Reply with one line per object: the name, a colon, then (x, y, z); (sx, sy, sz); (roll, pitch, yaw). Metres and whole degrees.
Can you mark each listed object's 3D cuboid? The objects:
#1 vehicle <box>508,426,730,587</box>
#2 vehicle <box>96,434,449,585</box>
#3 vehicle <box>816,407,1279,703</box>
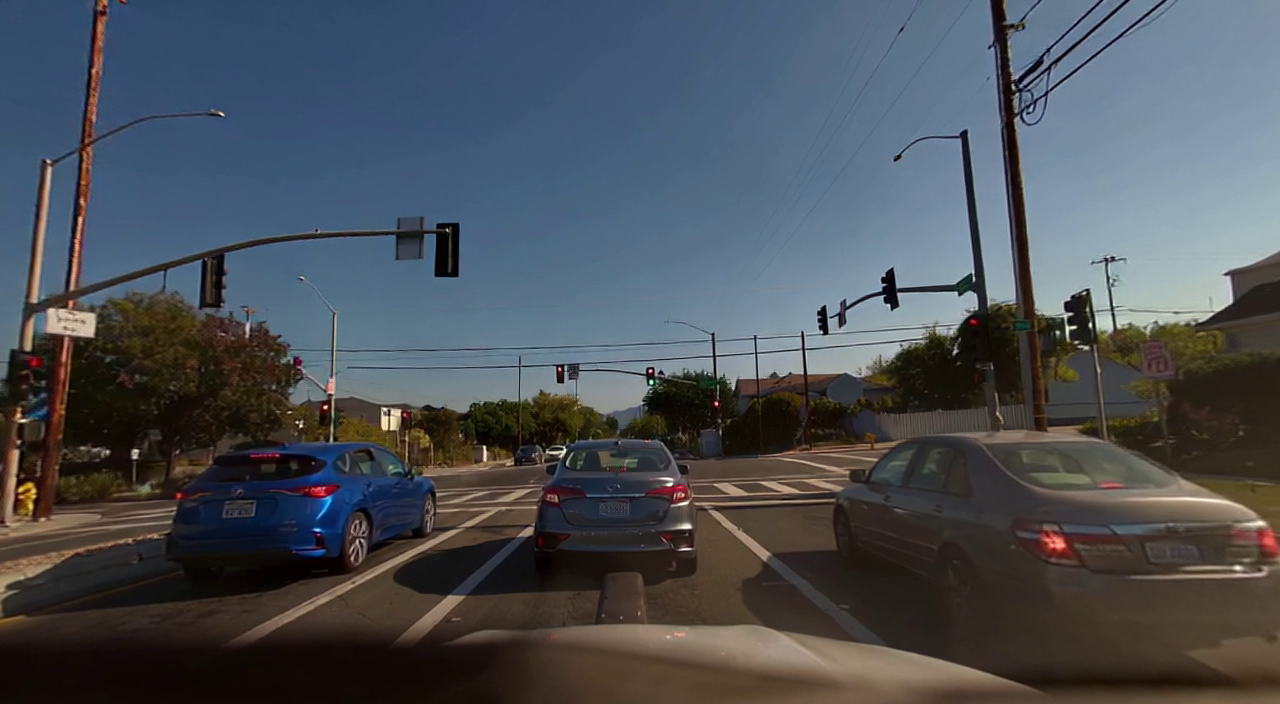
vehicle: (-0.233, 1.757, 8.056); (2.061, 1.485, 4.196); (0, -8, -1)
vehicle: (-4.359, 1.901, 8.556); (2.106, 1.492, 4.312); (0, -8, 1)
vehicle: (2.910, 1.301, 5.060); (1.860, 1.494, 3.707); (0, -8, -1)
